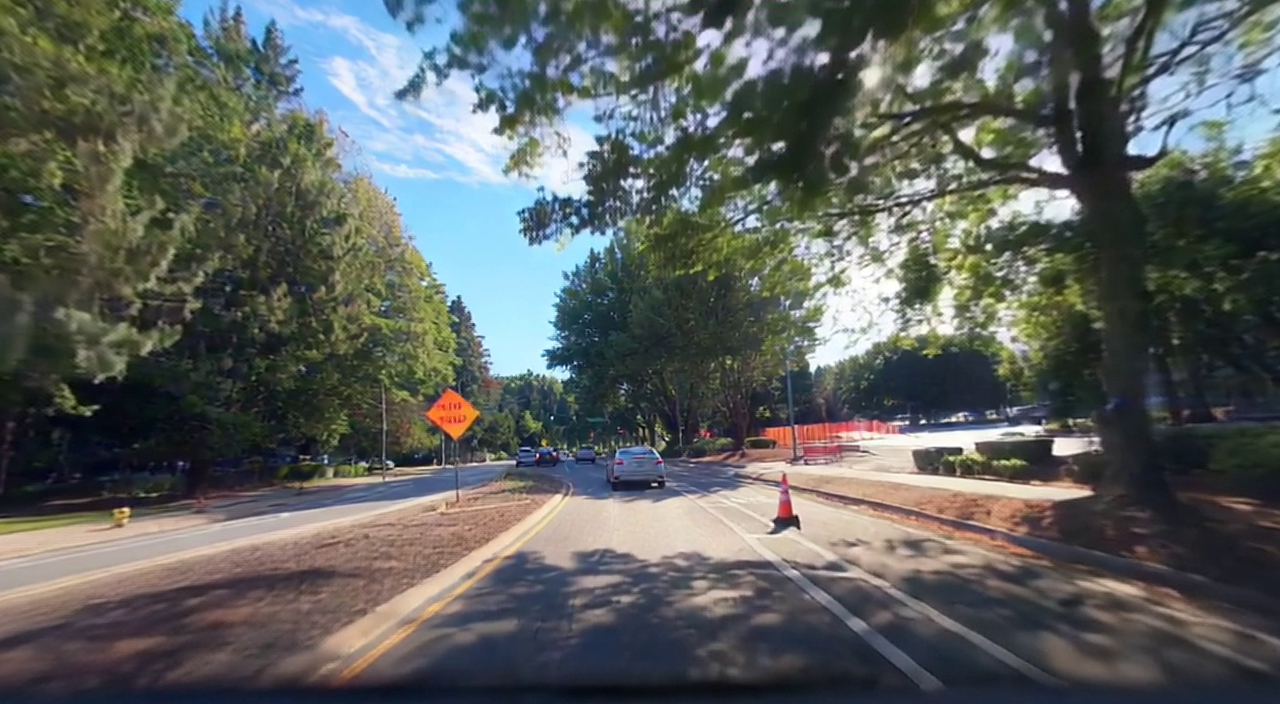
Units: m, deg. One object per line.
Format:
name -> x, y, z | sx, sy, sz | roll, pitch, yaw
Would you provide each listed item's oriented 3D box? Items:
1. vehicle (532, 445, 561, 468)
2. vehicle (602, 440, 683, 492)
vehicle -> -7.136, 7.954, 48.139 | 2.077, 1.665, 4.206 | 1, -9, -9
vehicle -> -0.057, 3.700, 20.869 | 2.266, 1.508, 4.430 | 1, -9, -5
